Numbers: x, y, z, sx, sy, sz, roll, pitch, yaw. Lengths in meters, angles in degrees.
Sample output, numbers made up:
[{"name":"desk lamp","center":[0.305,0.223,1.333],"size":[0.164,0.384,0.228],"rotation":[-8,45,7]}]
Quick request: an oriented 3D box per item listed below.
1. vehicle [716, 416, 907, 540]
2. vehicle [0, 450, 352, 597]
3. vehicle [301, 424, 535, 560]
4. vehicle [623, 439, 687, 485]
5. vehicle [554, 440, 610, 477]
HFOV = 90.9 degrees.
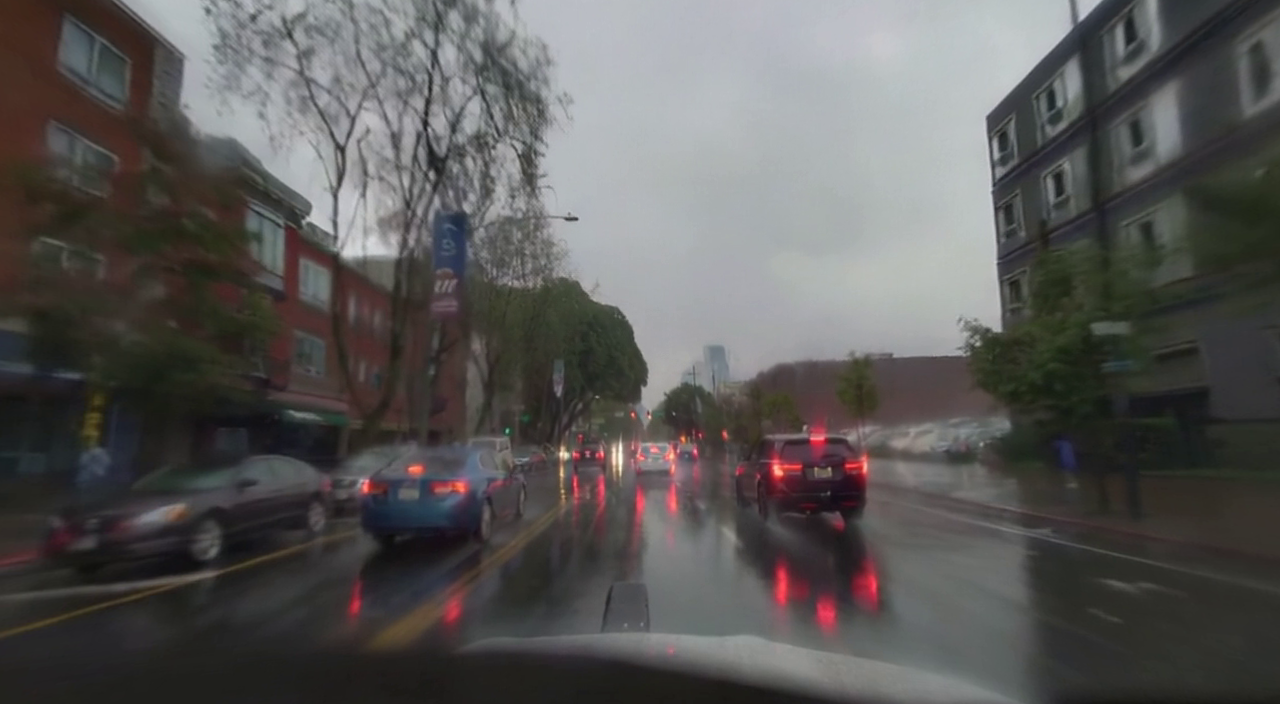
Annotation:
[{"name":"vehicle","center":[2.683,2.104,11.116],"size":[2.094,1.709,4.394],"rotation":[-1,-8,0]},{"name":"vehicle","center":[-5.727,2.018,8.315],"size":[1.920,1.387,4.056],"rotation":[-1,-8,0]},{"name":"vehicle","center":[-3.031,2.000,9.692],"size":[2.085,1.619,3.976],"rotation":[-1,-8,1]},{"name":"vehicle","center":[0.510,3.988,23.182],"size":[2.139,1.466,4.373],"rotation":[-1,-8,0]},{"name":"vehicle","center":[-2.551,4.853,28.927],"size":[2.019,1.507,4.643],"rotation":[-1,-8,2]}]
